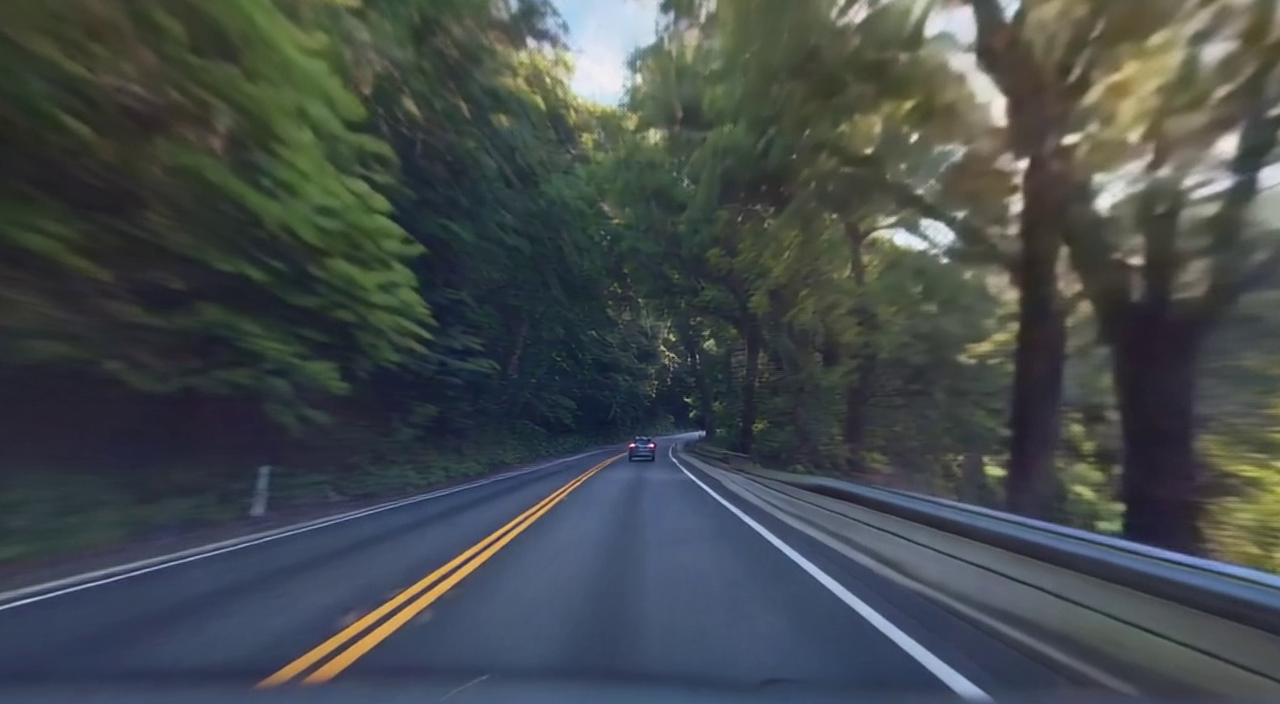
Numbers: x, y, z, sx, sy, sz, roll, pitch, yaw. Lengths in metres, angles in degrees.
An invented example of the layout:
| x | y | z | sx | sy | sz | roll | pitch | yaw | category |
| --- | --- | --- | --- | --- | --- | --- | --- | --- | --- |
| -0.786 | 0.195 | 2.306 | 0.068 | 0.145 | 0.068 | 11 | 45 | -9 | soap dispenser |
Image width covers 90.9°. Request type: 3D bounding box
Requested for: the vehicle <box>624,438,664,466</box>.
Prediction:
| x | y | z | sx | sy | sz | roll | pitch | yaw | category |
| --- | --- | --- | --- | --- | --- | --- | --- | --- | --- |
| 0.241 | 5.733 | 36.446 | 2.120 | 1.491 | 4.349 | 0 | -8 | 1 | vehicle |
